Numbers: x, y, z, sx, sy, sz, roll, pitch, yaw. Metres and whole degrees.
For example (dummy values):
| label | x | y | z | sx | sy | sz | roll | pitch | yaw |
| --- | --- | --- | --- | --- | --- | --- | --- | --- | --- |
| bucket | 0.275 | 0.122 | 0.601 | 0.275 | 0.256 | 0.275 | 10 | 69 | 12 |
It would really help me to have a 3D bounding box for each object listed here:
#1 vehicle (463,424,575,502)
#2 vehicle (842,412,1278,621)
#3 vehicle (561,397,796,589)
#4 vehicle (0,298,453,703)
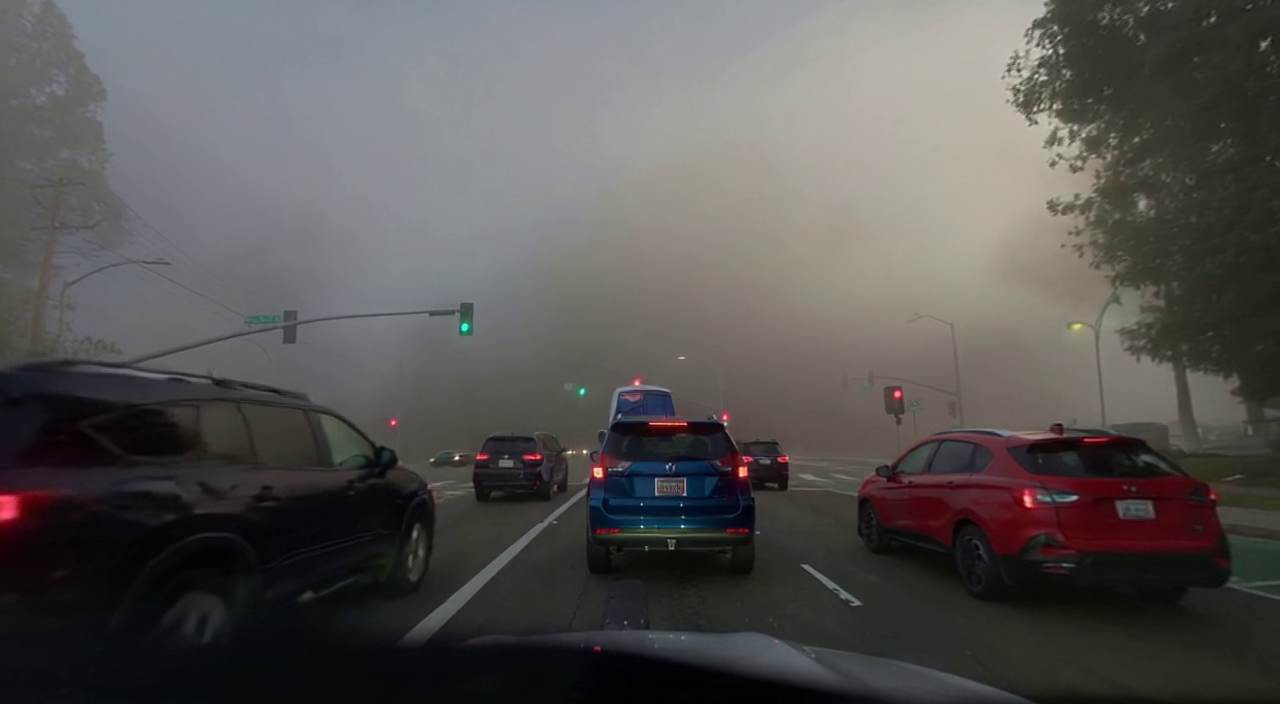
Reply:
| label | x | y | z | sx | sy | sz | roll | pitch | yaw |
| --- | --- | --- | --- | --- | --- | --- | --- | --- | --- |
| vehicle | -3.121 | 2.998 | 17.436 | 2.054 | 1.814 | 4.941 | 0 | -8 | 1 |
| vehicle | 3.902 | 1.562 | 6.929 | 1.954 | 1.592 | 3.992 | 0 | -8 | -1 |
| vehicle | 0.374 | 1.630 | 8.091 | 2.172 | 1.764 | 4.338 | 0 | -8 | 1 |
| vehicle | -3.195 | 1.063 | 4.568 | 2.209 | 1.828 | 4.847 | 0 | -8 | 0 |
